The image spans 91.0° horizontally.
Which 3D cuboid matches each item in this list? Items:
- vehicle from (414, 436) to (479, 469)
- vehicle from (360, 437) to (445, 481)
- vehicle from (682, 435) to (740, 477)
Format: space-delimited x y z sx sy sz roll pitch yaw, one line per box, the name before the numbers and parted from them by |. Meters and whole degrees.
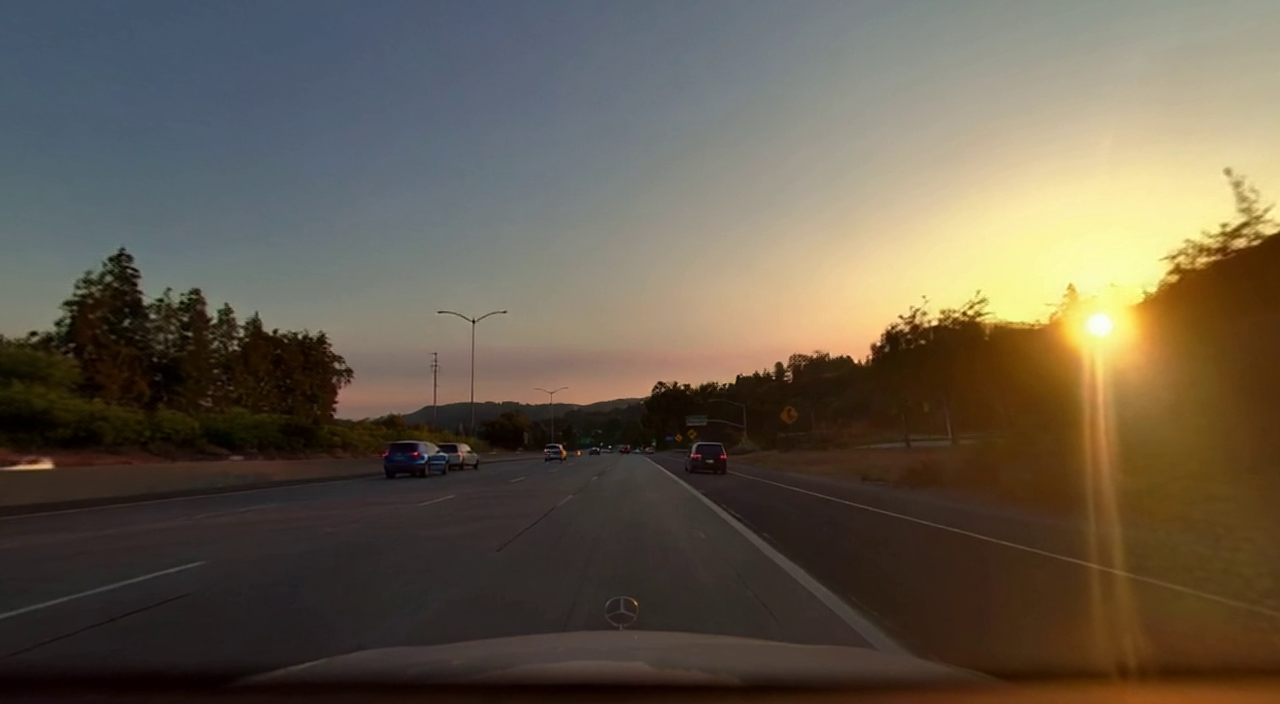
vehicle | -14.418 7.568 47.531 2.736 2.262 6.533 0 -8 1
vehicle | -11.087 5.017 29.767 2.137 1.873 4.687 0 -8 0
vehicle | 3.379 5.089 30.988 2.184 1.892 4.763 0 -8 -1
